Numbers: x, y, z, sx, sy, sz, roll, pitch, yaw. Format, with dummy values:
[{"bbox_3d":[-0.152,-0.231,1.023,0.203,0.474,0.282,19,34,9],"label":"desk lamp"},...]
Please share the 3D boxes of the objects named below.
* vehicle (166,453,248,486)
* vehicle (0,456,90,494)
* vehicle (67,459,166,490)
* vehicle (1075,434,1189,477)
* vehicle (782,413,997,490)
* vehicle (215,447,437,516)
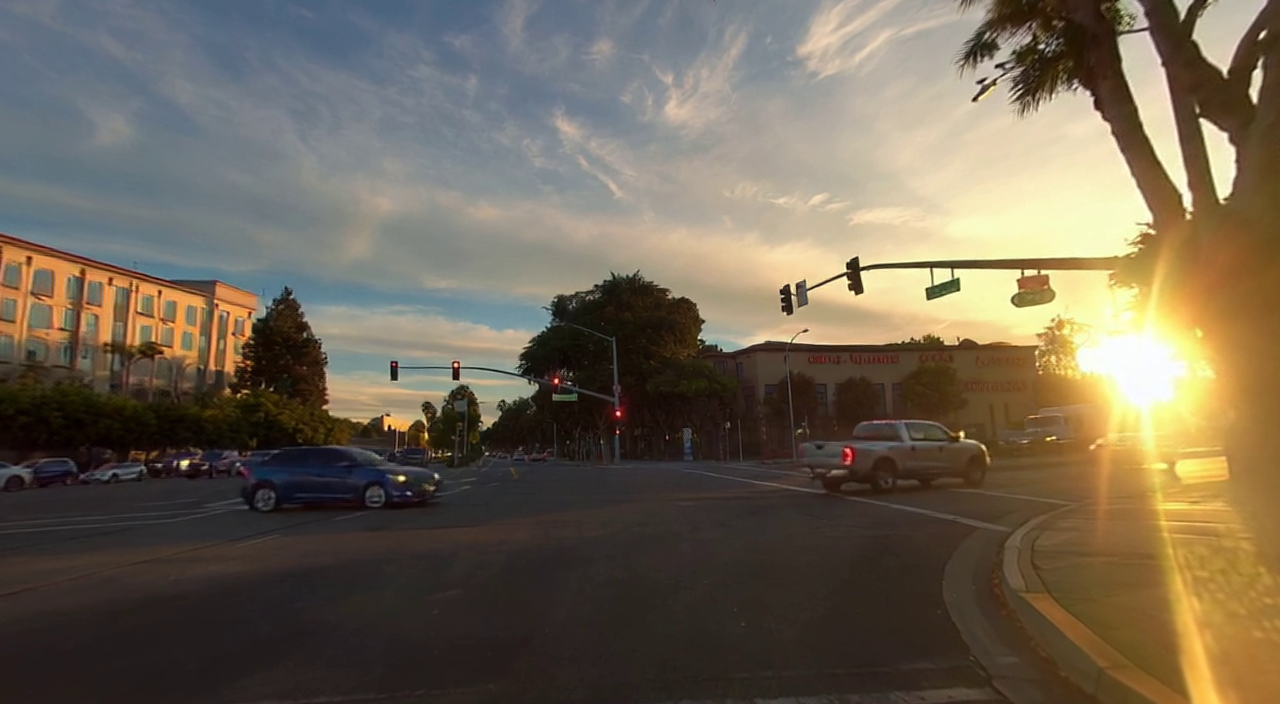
[{"bbox_3d":[-24.979,6.755,36.641,2.081,1.670,4.376,1,-9,-8],"label":"vehicle"},{"bbox_3d":[-31.195,6.265,32.457,2.142,1.723,4.692,1,-9,-9],"label":"vehicle"},{"bbox_3d":[-28.406,6.626,34.499,1.965,1.448,4.553,1,-9,-9],"label":"vehicle"},{"bbox_3d":[18.564,3.857,23.762,4.728,1.471,1.957,6,-10,-35],"label":"vehicle"},{"bbox_3d":[7.262,2.856,18.335,5.896,1.937,2.358,4,-10,-26],"label":"vehicle"},{"bbox_3d":[-7.555,3.052,15.283,4.702,1.468,1.999,-3,-9,19],"label":"vehicle"}]
